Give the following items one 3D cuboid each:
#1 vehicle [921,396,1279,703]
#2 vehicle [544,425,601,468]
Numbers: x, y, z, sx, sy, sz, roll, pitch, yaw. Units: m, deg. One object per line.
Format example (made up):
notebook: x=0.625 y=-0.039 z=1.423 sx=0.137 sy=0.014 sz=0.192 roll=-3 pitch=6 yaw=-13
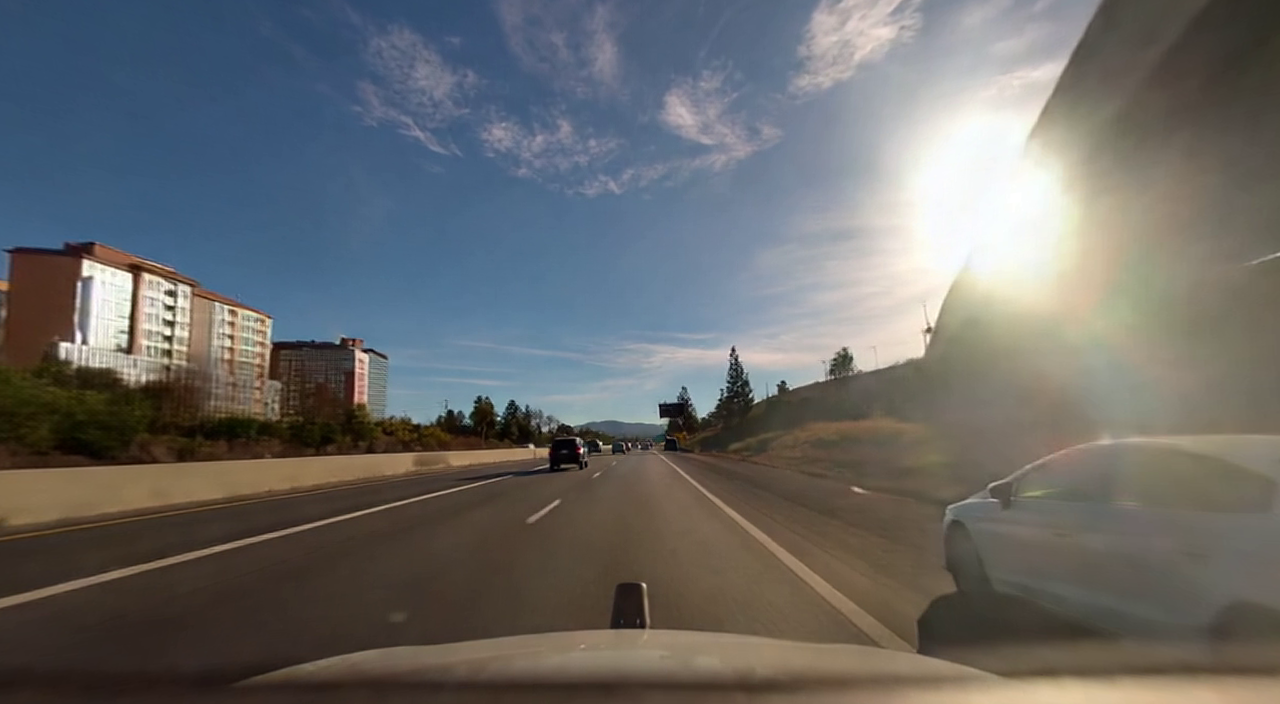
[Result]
vehicle: x=3.628 y=1.076 z=3.334 sx=2.047 sy=1.532 sz=4.884 roll=0 pitch=-9 yaw=0
vehicle: x=-3.736 y=5.448 z=36.290 sx=2.496 sy=2.203 sz=6.317 roll=0 pitch=-9 yaw=1
